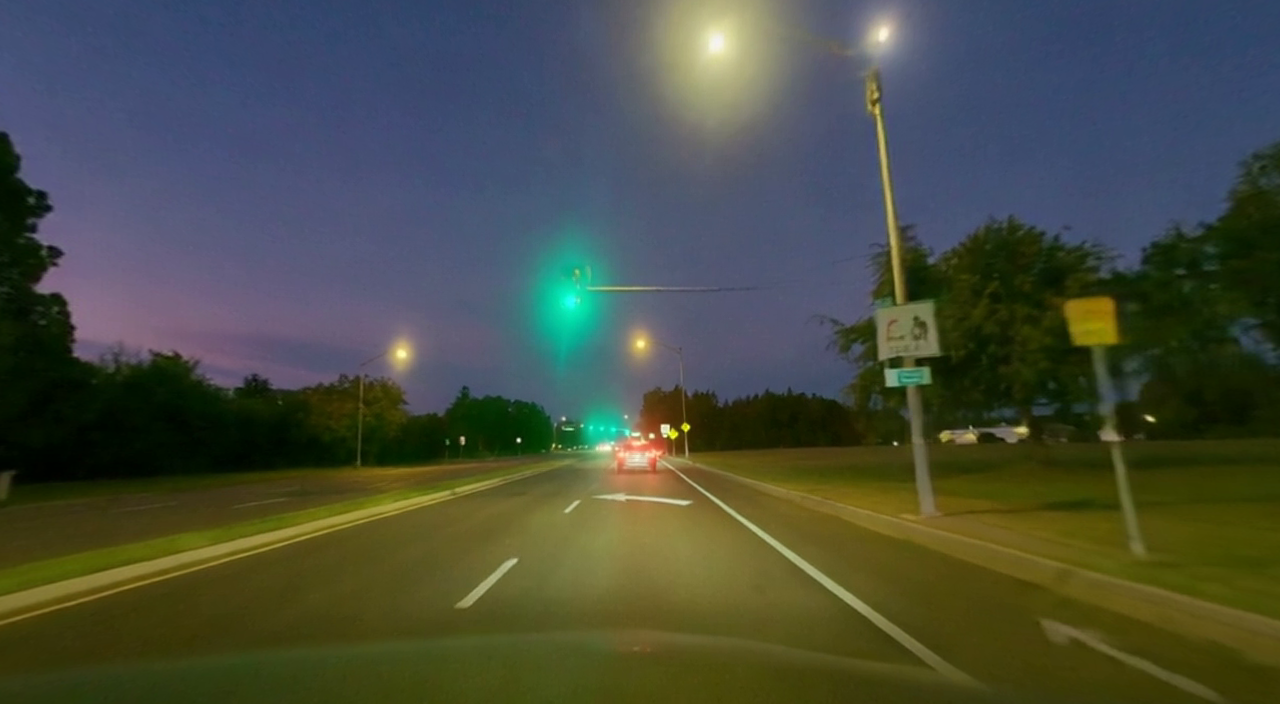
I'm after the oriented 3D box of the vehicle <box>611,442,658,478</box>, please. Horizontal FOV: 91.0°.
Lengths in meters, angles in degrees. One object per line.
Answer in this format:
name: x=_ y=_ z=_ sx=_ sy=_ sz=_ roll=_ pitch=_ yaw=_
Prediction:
vehicle: x=-0.258 y=4.739 z=27.937 sx=1.954 sy=1.469 sz=3.465 roll=0 pitch=-8 yaw=-1
